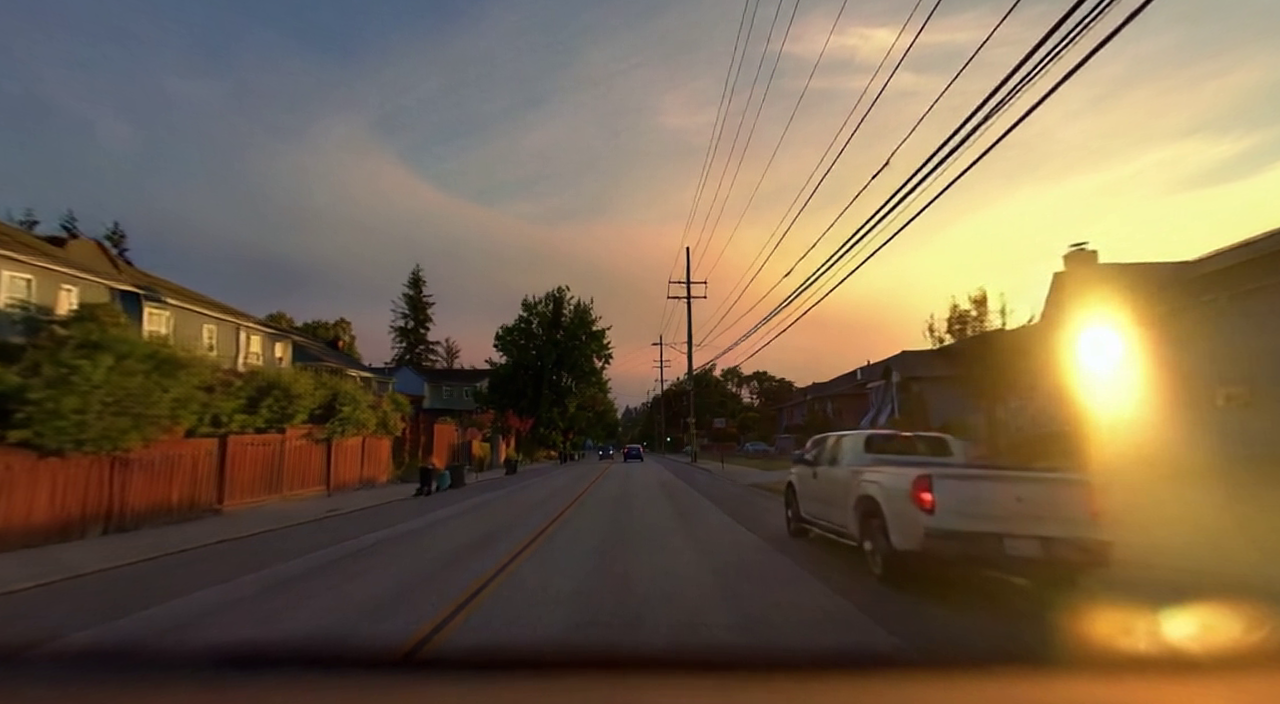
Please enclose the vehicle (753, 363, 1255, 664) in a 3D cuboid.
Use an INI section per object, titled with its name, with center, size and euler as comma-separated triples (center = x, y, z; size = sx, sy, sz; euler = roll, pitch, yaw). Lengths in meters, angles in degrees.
[vehicle]
center = 3.047, 1.538, 7.322
size = 2.278, 1.933, 5.860
euler = 3, -9, 0
